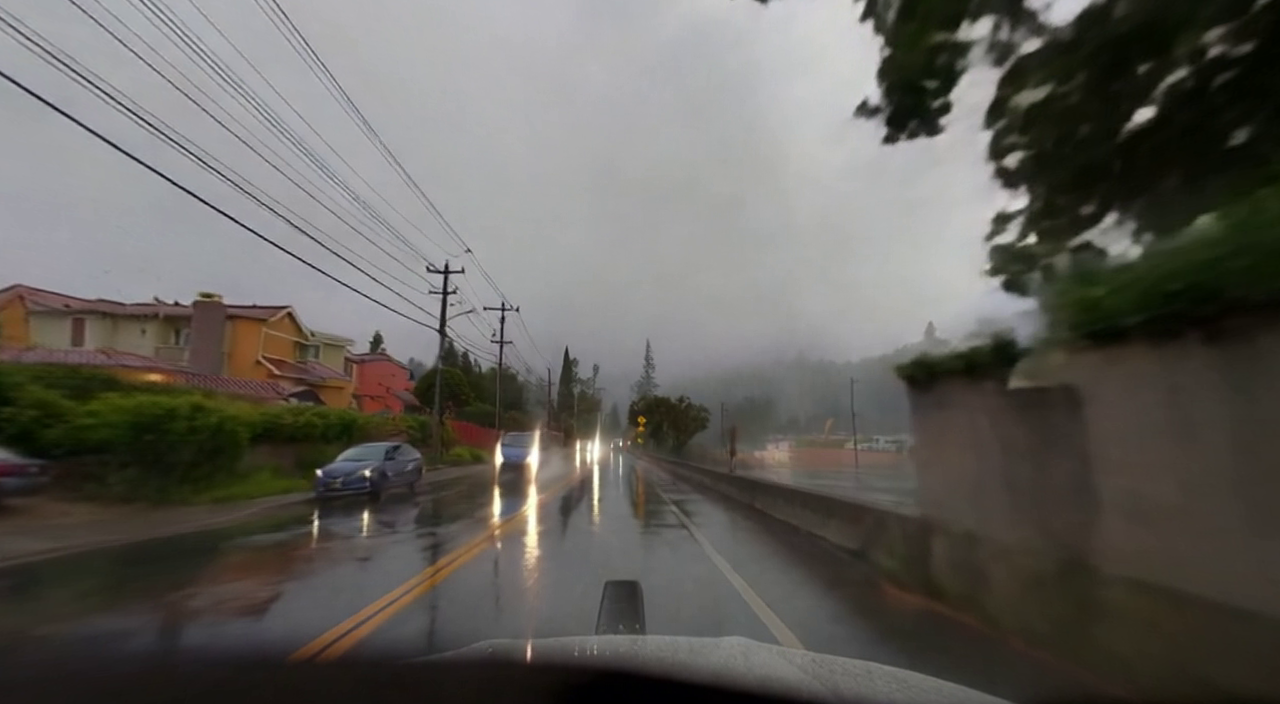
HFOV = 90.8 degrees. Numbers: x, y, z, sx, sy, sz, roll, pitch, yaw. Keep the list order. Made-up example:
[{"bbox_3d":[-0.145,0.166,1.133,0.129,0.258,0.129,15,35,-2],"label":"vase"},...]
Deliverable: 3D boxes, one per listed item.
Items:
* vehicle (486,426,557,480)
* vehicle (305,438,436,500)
[{"bbox_3d":[-4.553,3.982,25.095,2.057,1.905,4.670,0,-8,-2],"label":"vehicle"},{"bbox_3d":[-7.570,3.312,18.377,1.863,1.522,4.901,0,-8,-3],"label":"vehicle"}]
